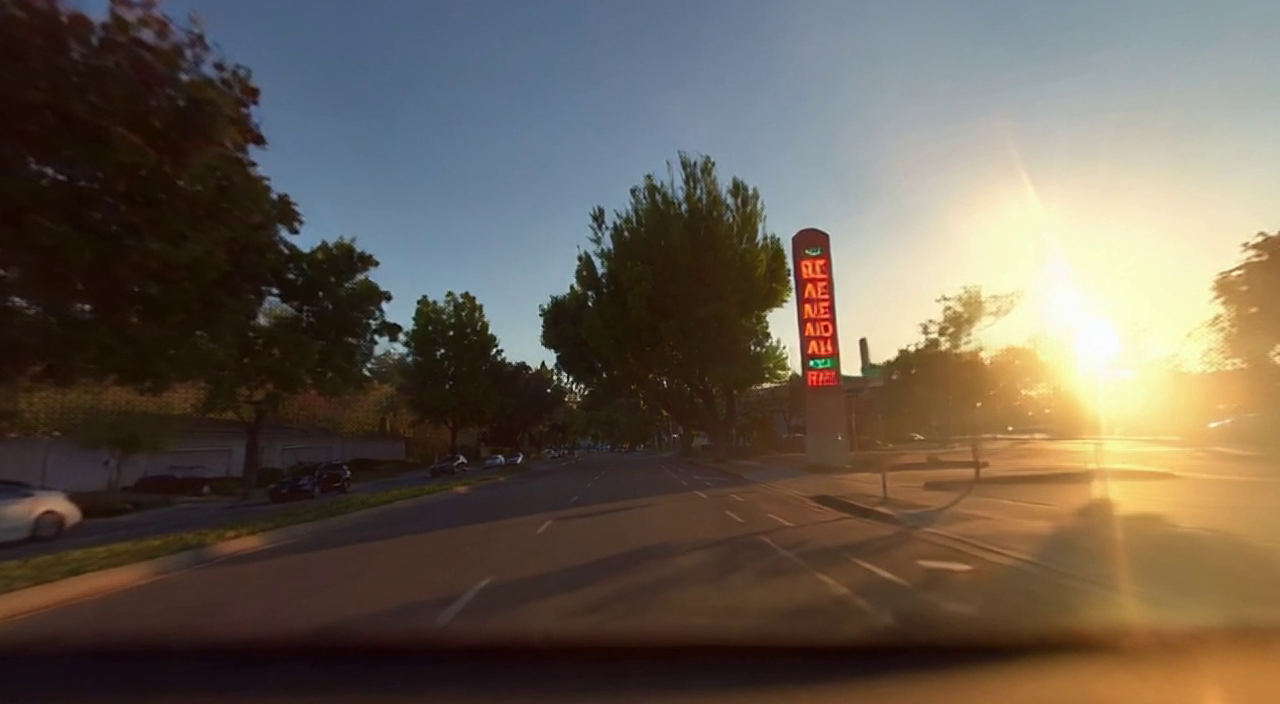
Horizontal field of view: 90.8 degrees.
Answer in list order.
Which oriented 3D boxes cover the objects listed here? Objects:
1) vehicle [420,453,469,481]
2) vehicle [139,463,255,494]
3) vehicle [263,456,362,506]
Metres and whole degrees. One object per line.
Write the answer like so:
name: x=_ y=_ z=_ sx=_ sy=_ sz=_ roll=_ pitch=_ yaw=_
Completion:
vehicle: x=-12.871 y=7.569 z=41.810 sx=1.986 sy=1.488 sz=4.330 roll=-4 pitch=-8 yaw=-2
vehicle: x=-23.576 y=6.746 z=33.770 sx=4.718 sy=1.500 sz=1.943 roll=0 pitch=-9 yaw=0
vehicle: x=-12.752 y=5.004 z=24.873 sx=1.953 sy=1.558 sz=3.839 roll=-5 pitch=-9 yaw=-2
